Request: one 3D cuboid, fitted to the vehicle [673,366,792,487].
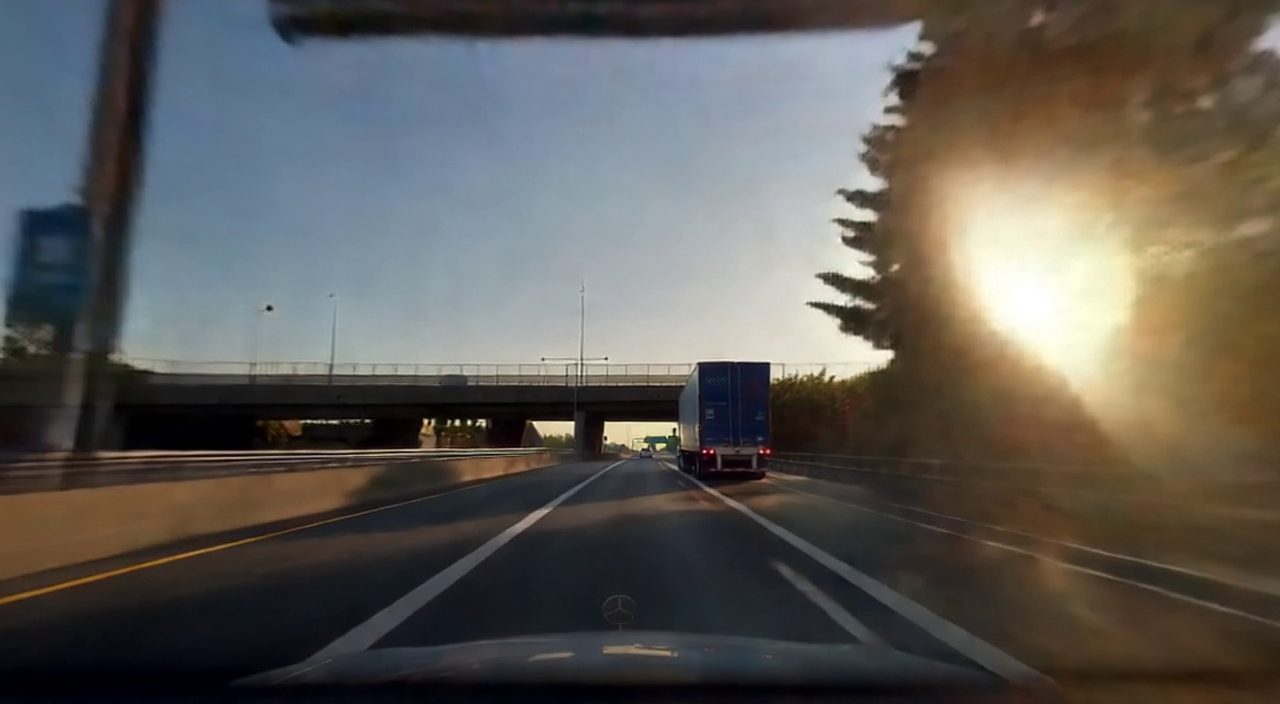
[{"bbox_3d":[3.426,3.582,28.186,3.244,4.020,14.561,0,-9,0],"label":"vehicle"}]
